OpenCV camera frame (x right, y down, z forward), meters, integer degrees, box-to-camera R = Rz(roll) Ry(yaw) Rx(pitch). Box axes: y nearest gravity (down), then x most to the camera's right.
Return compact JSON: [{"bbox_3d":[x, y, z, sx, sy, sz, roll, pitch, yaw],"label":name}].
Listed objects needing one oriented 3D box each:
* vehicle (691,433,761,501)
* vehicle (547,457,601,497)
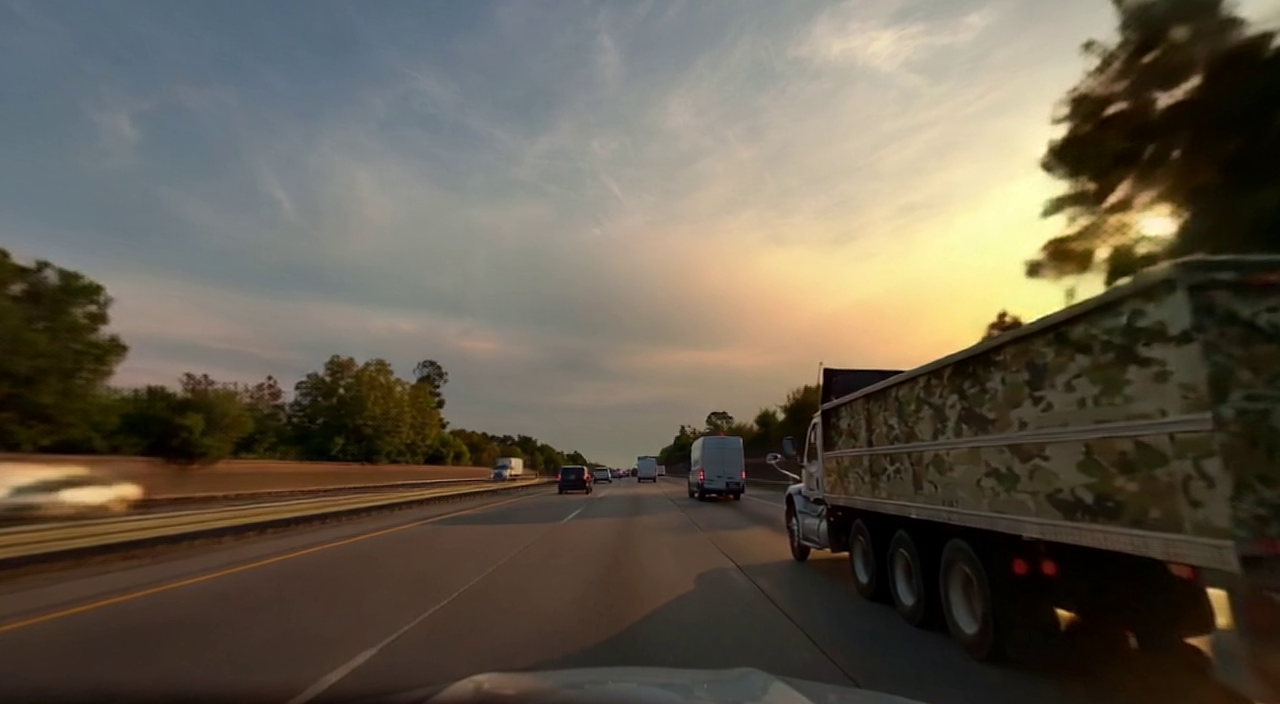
[{"bbox_3d":[4.078,5.665,31.090,2.703,2.988,5.097,1,-11,0],"label":"vehicle"},{"bbox_3d":[-3.311,6.459,32.621,2.204,1.852,4.661,1,-11,0],"label":"vehicle"}]
